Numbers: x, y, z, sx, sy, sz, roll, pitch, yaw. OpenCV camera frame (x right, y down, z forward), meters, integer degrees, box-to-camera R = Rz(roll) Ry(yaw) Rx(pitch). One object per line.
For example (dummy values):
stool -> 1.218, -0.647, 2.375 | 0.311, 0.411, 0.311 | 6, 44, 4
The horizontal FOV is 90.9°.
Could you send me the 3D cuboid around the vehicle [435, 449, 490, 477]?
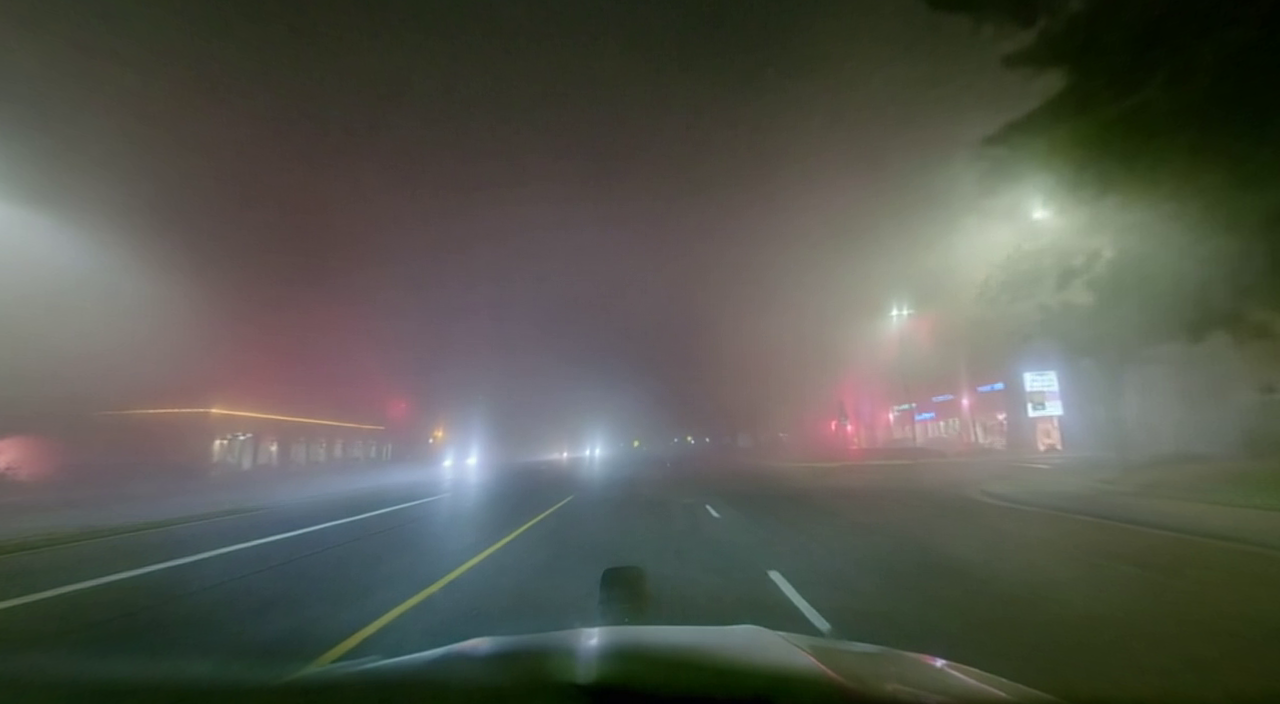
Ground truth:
vehicle -> -11.165, 6.974, 39.927 | 2.033, 1.497, 4.567 | -4, -9, 1
